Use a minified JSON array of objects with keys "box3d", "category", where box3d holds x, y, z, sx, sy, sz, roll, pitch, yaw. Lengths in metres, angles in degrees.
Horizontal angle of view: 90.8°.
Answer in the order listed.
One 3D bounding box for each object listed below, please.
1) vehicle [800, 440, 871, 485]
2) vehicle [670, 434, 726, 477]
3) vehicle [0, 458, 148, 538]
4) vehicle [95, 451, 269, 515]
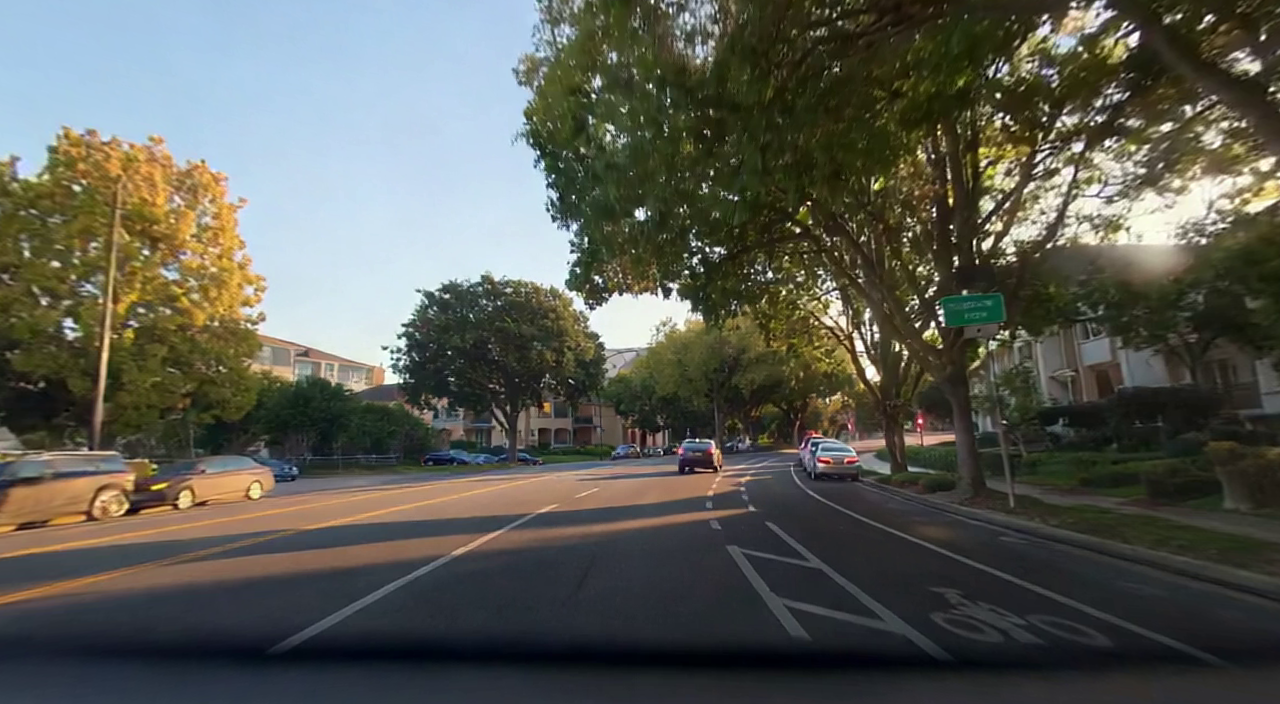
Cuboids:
[{"box3d":[7.031,3.991,23.206,1.940,1.456,4.502,-2,-9,11],"category":"vehicle"},{"box3d":[2.585,4.419,27.233,1.852,1.680,4.488,-2,-9,12],"category":"vehicle"},{"box3d":[-12.991,2.981,13.166,1.777,1.432,4.327,-1,-8,4],"category":"vehicle"},{"box3d":[-12.610,3.579,17.763,1.805,1.535,3.798,-1,-8,5],"category":"vehicle"}]
